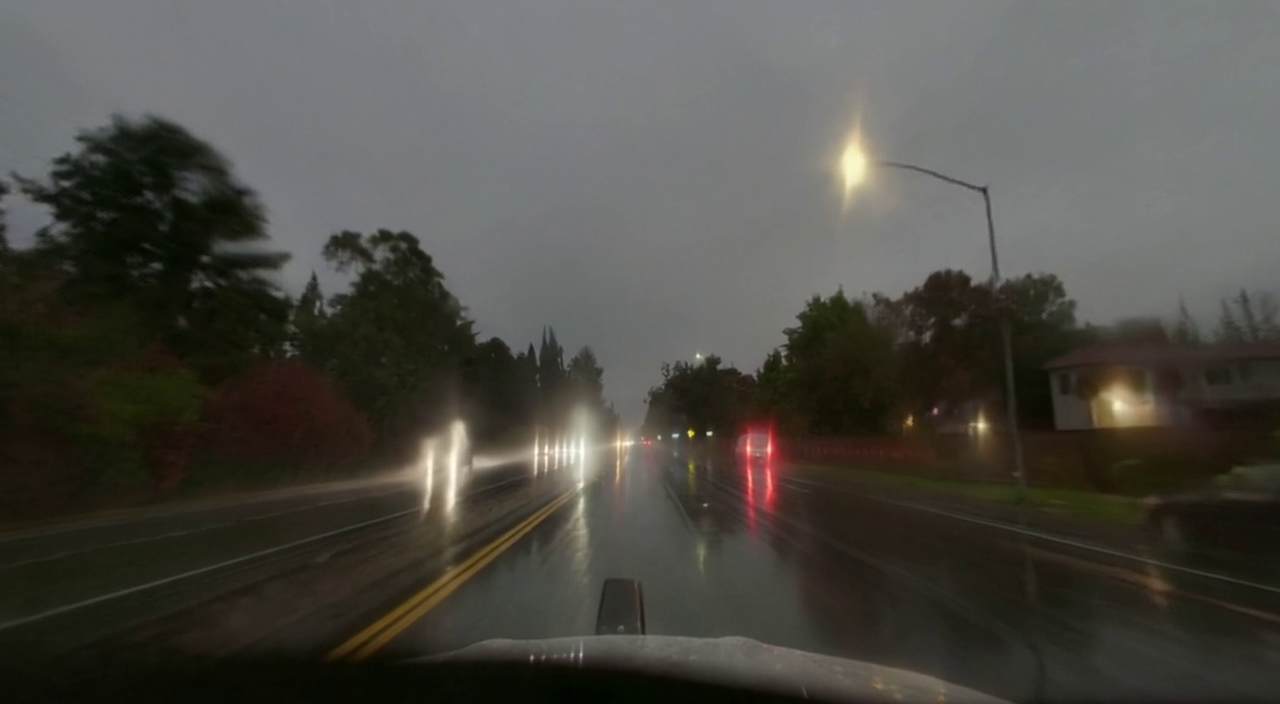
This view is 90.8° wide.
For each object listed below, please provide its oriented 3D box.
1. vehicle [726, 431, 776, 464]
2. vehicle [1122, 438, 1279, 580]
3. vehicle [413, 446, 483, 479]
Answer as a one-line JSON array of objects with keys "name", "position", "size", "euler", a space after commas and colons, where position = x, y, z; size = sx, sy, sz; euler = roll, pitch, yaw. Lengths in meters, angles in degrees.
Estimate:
[{"name": "vehicle", "position": [7.509, 6.544, 43.347], "size": [2.278, 2.079, 5.861], "euler": [0, -8, -1]}, {"name": "vehicle", "position": [7.617, 1.585, 6.284], "size": [1.967, 1.449, 4.645], "euler": [0, -8, 0]}, {"name": "vehicle", "position": [-9.635, 5.565, 32.160], "size": [2.061, 1.490, 4.637], "euler": [0, -8, 1]}]
